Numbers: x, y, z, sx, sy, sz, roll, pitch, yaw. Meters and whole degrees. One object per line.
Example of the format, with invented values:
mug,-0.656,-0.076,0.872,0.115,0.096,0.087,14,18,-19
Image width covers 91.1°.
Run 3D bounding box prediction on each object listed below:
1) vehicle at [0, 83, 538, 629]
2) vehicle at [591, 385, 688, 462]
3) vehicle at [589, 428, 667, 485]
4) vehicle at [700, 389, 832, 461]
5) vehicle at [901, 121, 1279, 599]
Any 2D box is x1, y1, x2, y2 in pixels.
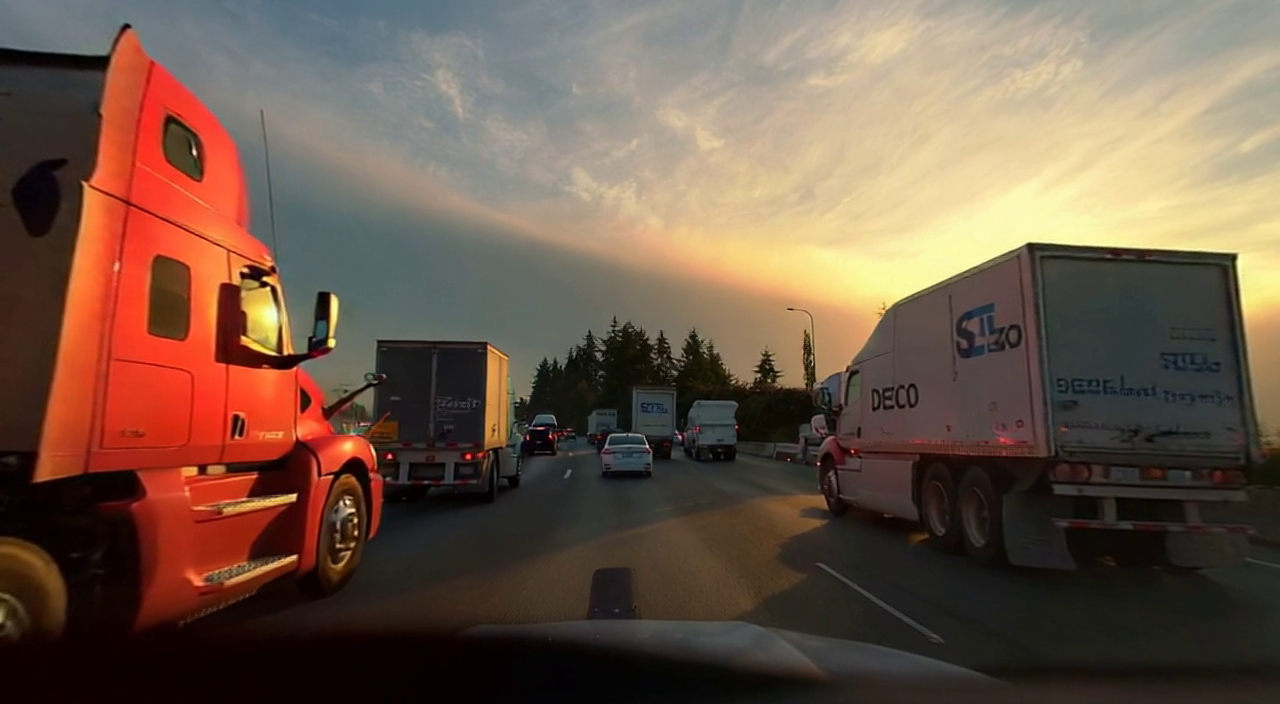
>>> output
vehicle,-3.813,0.607,9.417,2.919,3.779,10.307,0,-8,0
vehicle,-0.526,4.793,40.878,2.899,4.112,13.912,2,-8,-15
vehicle,-0.491,3.151,19.406,2.060,1.540,4.374,1,-8,-5
vehicle,7.785,4.925,41.602,2.866,4.057,11.808,3,-8,-19
vehicle,7.233,-0.085,4.414,2.758,4.032,11.419,3,-8,-20
